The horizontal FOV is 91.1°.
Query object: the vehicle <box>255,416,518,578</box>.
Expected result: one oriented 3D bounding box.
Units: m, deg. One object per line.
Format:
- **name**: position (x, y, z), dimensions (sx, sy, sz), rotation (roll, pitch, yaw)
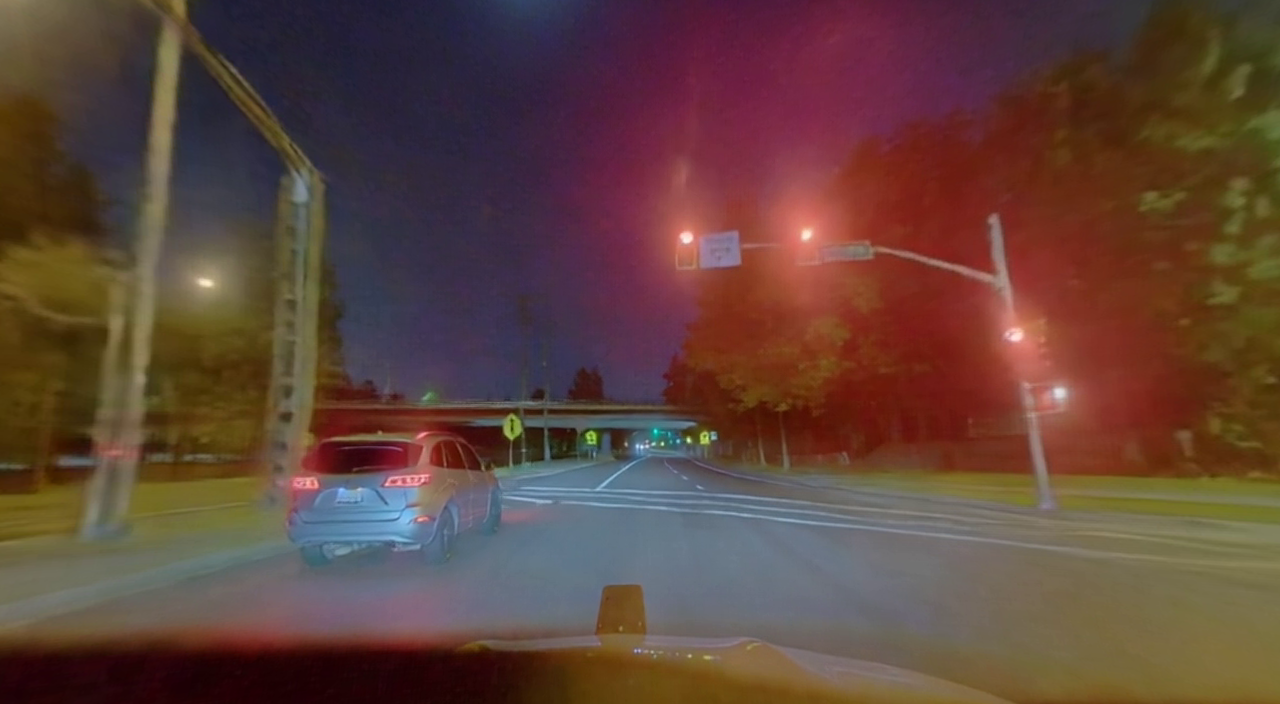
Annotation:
- **vehicle**: position (-3.131, 1.877, 8.930), dimensions (1.882, 1.704, 4.335), rotation (0, -9, 1)
